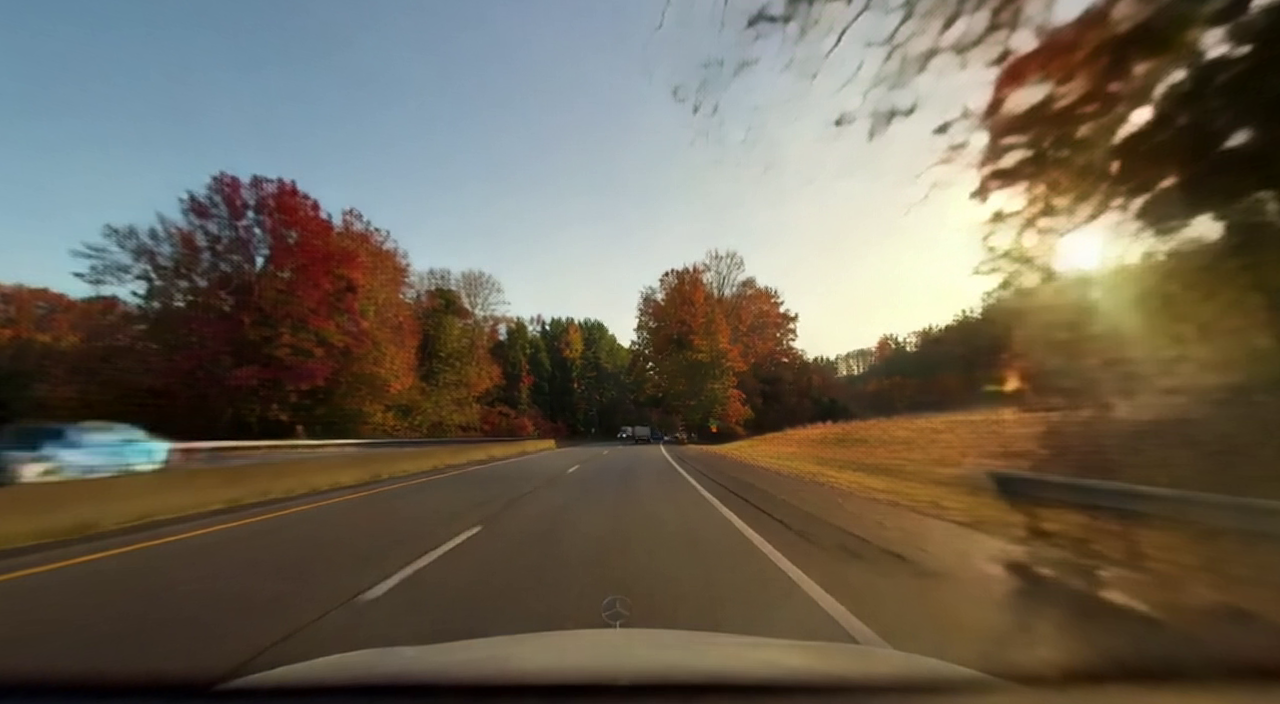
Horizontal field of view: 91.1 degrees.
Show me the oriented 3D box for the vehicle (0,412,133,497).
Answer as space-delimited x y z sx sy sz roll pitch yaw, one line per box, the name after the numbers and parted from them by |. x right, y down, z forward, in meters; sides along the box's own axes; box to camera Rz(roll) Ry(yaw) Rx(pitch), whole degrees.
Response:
-14.608 2.318 14.429 1.987 1.808 4.699 0 -8 0 | vehicle
